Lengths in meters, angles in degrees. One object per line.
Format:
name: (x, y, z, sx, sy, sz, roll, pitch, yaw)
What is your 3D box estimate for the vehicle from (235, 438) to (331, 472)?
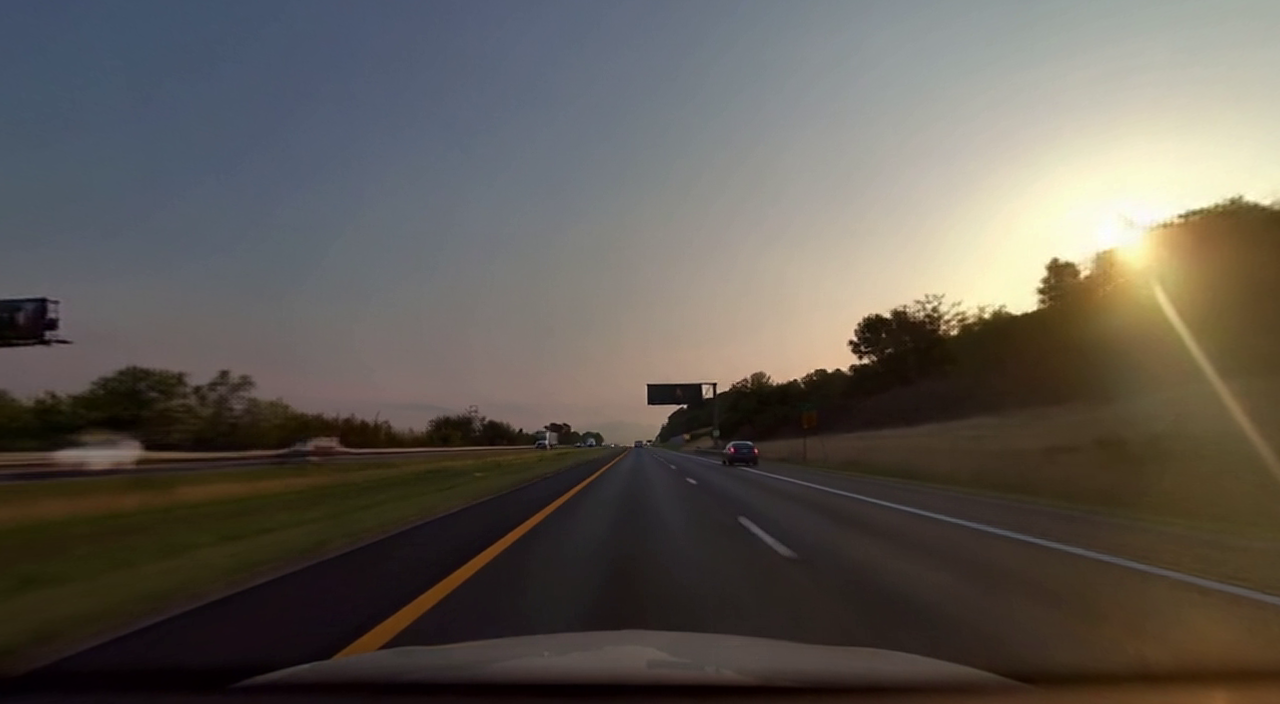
vehicle: (-17.280, 4.991, 30.804, 1.888, 1.474, 4.725, 0, -8, 1)

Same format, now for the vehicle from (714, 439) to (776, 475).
vehicle: (4.698, 4.762, 28.809, 2.012, 1.476, 4.256, 0, -8, -1)

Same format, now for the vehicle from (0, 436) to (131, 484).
vehicle: (-20.826, 3.721, 22.031, 2.137, 1.467, 4.729, 0, -8, 0)
